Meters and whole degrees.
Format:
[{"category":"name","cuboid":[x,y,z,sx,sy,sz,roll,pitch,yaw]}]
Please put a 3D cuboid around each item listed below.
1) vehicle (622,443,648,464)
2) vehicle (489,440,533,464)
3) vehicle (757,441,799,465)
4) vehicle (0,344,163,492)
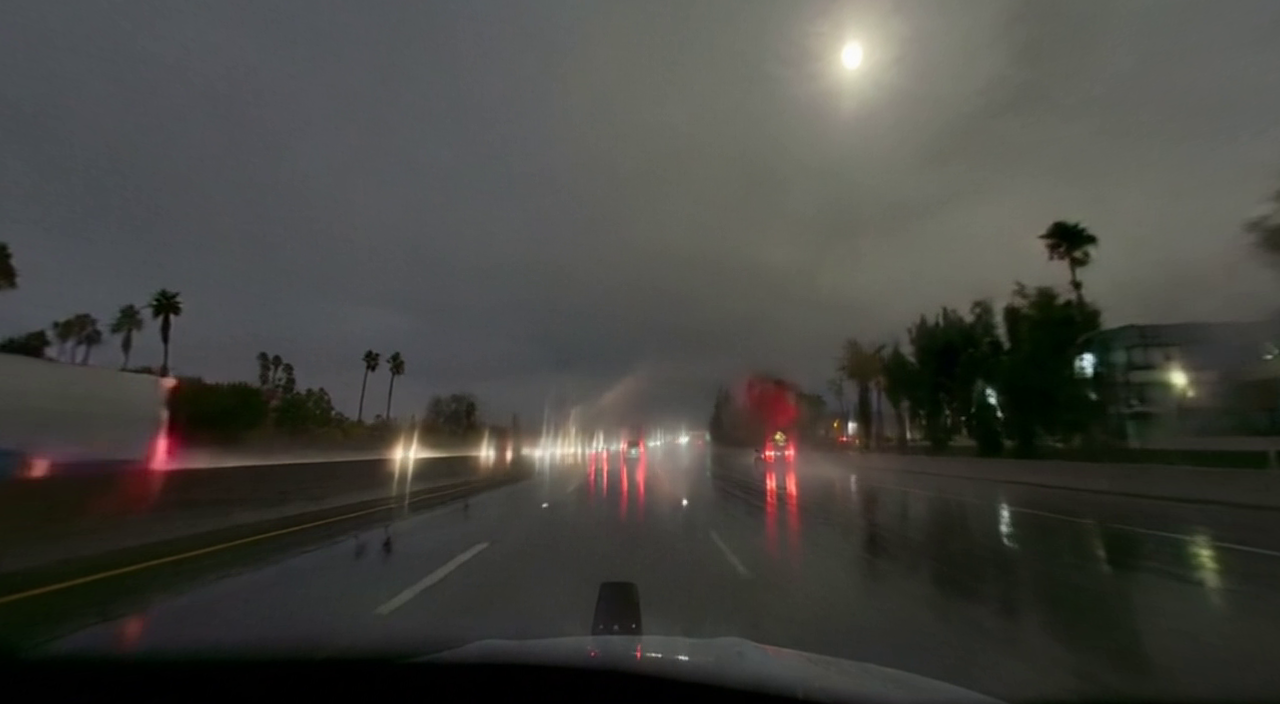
[{"category":"vehicle","cuboid":[-0.344,7.785,48.693,1.977,1.513,3.546,0,-8,1]},{"category":"vehicle","cuboid":[-9.484,7.436,46.914,2.100,1.668,4.686,0,-8,2]},{"category":"vehicle","cuboid":[10.185,7.501,46.963,2.130,1.703,4.572,0,-8,0]},{"category":"vehicle","cuboid":[-19.412,2.033,18.935,3.076,4.095,8.893,0,-9,0]}]
